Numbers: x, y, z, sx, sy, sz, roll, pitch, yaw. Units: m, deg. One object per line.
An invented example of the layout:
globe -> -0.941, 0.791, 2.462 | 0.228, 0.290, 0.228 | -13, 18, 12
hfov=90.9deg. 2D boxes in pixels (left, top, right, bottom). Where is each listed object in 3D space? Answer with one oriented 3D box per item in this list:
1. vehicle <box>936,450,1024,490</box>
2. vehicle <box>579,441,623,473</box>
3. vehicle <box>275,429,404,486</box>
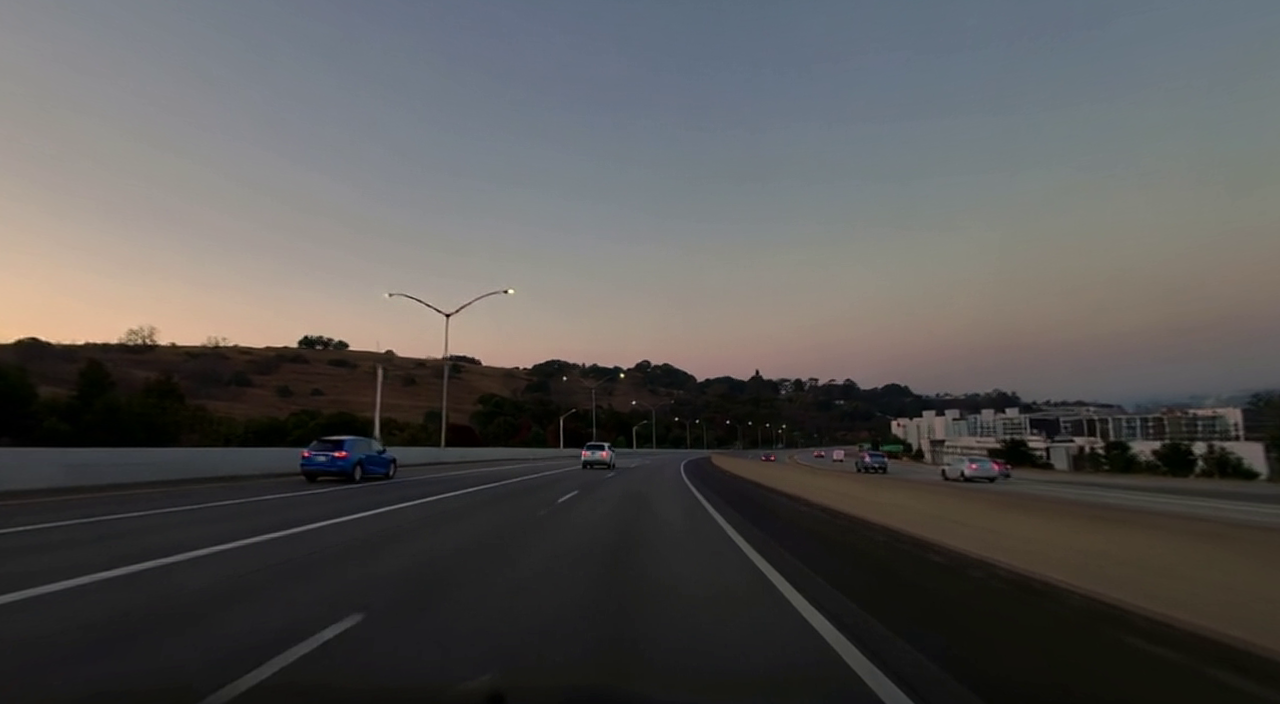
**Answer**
vehicle -> 14.915, 5.145, 27.970 | 1.786, 1.559, 4.496 | -1, -8, 5
vehicle -> -2.236, 6.185, 37.313 | 2.028, 1.782, 4.150 | -1, -8, 4
vehicle -> -10.256, 3.636, 22.032 | 2.039, 1.746, 4.528 | 0, -8, 3
